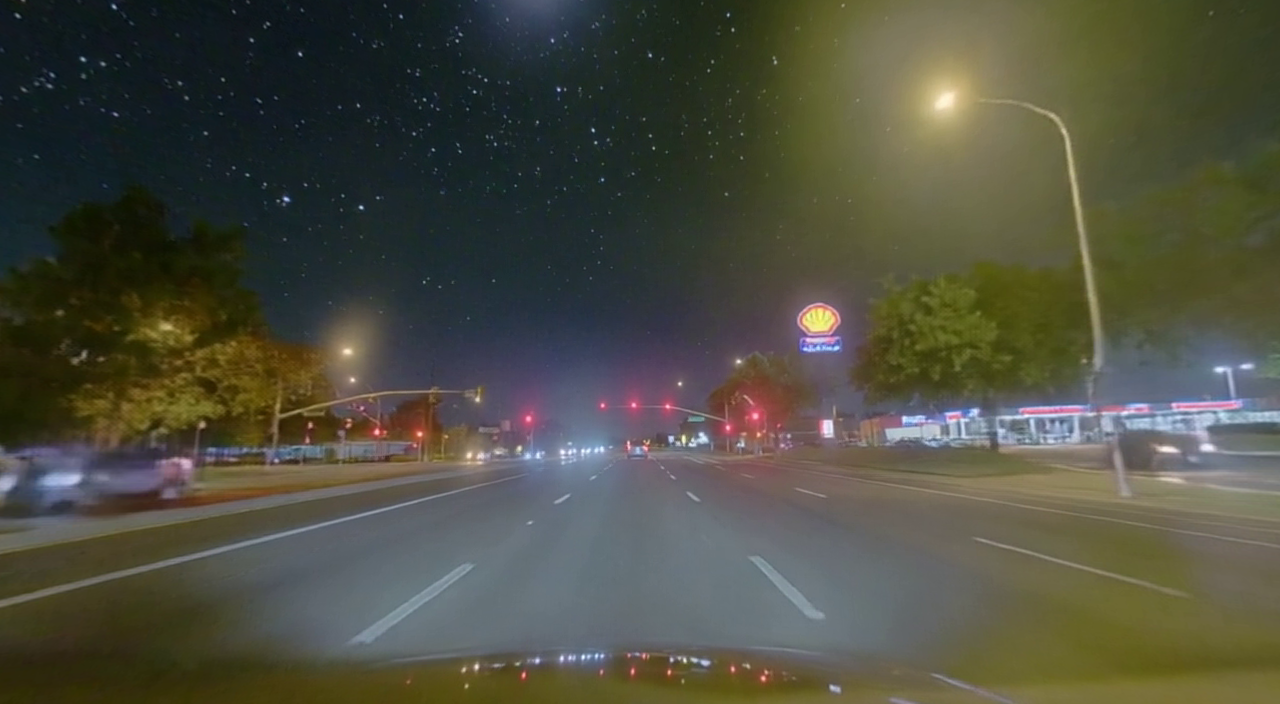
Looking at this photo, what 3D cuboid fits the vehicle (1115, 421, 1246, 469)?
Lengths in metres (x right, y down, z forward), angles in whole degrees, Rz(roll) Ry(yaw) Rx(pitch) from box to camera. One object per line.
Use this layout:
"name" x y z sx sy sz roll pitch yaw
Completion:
"vehicle" 18.375 3.202 21.733 1.767 1.466 3.855 -2 -9 14

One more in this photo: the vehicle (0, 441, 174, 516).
"vehicle" -14.486 3.119 16.164 2.020 1.645 4.146 0 -8 -2
